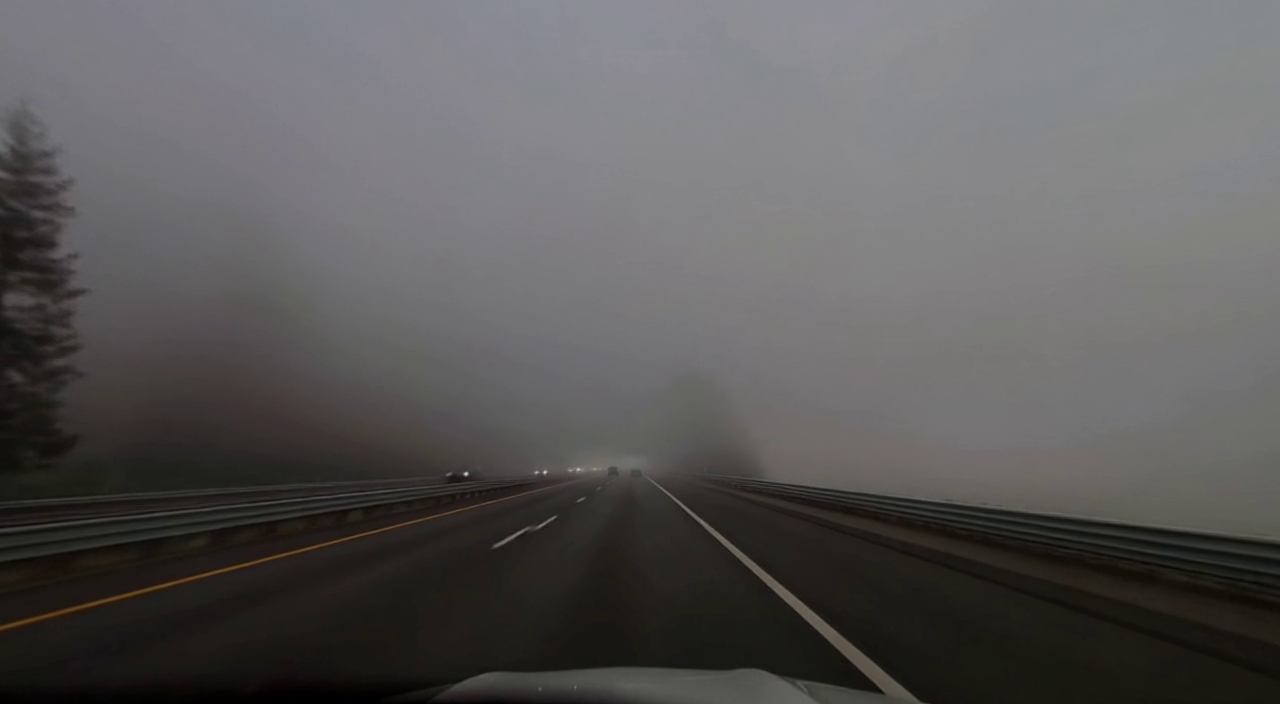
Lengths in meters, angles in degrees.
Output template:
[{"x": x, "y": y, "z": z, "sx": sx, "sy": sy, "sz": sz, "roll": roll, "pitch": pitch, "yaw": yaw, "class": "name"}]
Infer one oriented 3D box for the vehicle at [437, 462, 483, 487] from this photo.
[{"x": -12.672, "y": 8.663, "z": 44.572, "sx": 1.927, "sy": 1.669, "sz": 4.199, "roll": 0, "pitch": -11, "yaw": 1, "class": "vehicle"}]
